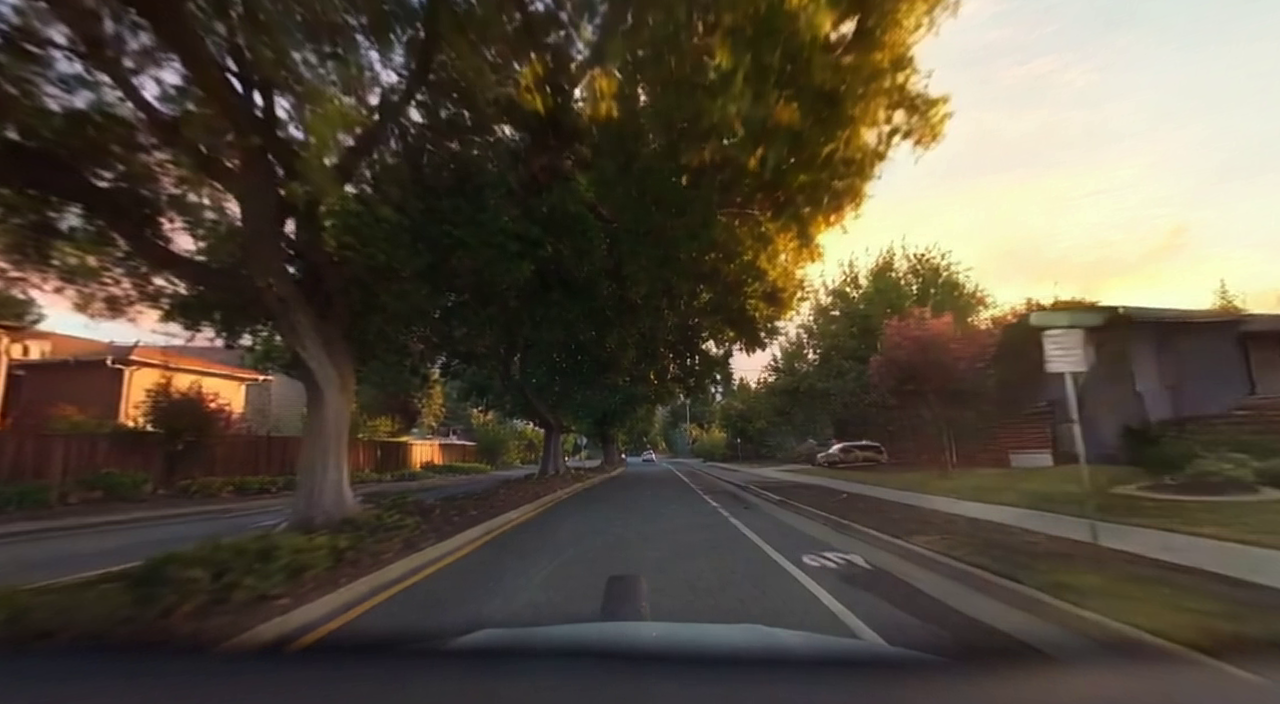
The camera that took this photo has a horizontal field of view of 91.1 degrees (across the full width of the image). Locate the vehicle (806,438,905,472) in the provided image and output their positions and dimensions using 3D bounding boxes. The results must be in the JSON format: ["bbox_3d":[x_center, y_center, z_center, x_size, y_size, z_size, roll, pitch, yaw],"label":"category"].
[{"bbox_3d":[12.213,5.863,35.851,4.807,1.865,2.160,0,-8,1],"label":"vehicle"}]
